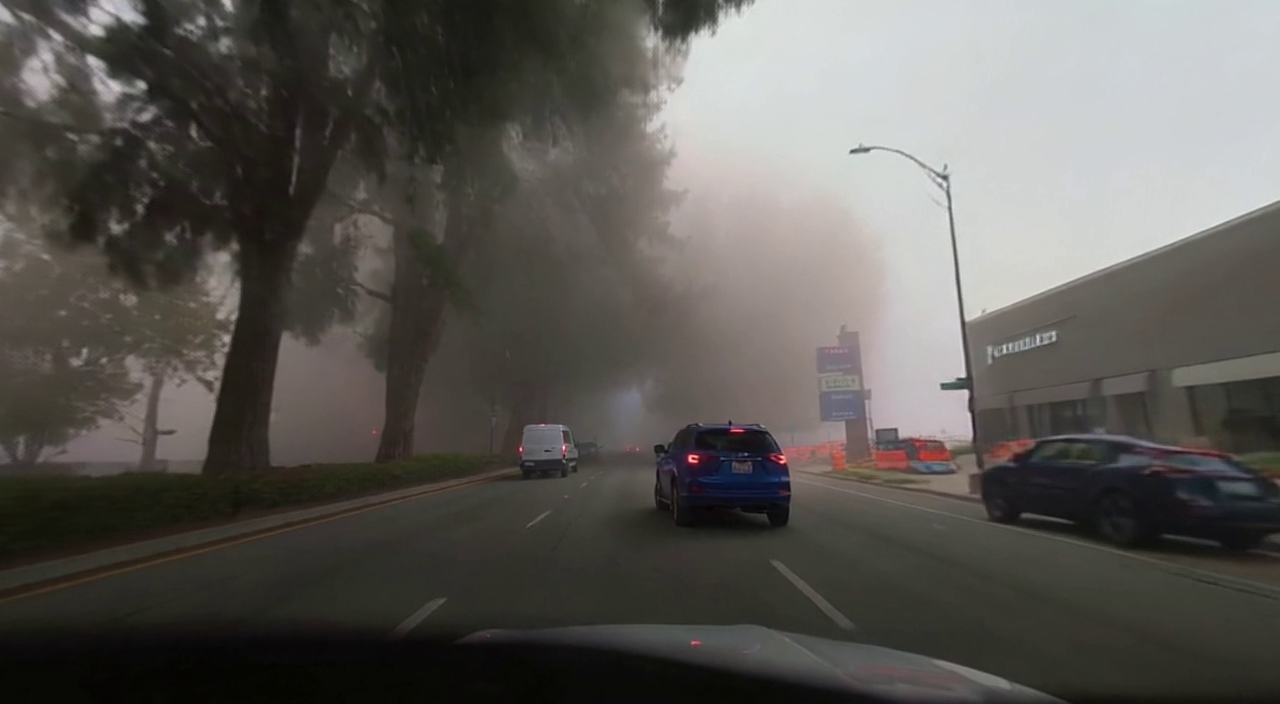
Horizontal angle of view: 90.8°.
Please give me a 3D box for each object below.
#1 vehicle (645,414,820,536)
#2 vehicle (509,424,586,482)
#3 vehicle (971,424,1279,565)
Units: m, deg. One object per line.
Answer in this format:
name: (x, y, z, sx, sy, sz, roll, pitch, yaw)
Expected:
vehicle: (1.357, 2.075, 11.259, 2.168, 1.725, 4.192, 0, -8, -5)
vehicle: (-3.576, 4.070, 25.611, 2.357, 2.063, 5.488, 0, -8, -1)
vehicle: (6.836, 1.837, 8.932, 1.853, 1.483, 4.313, 0, -8, -1)
